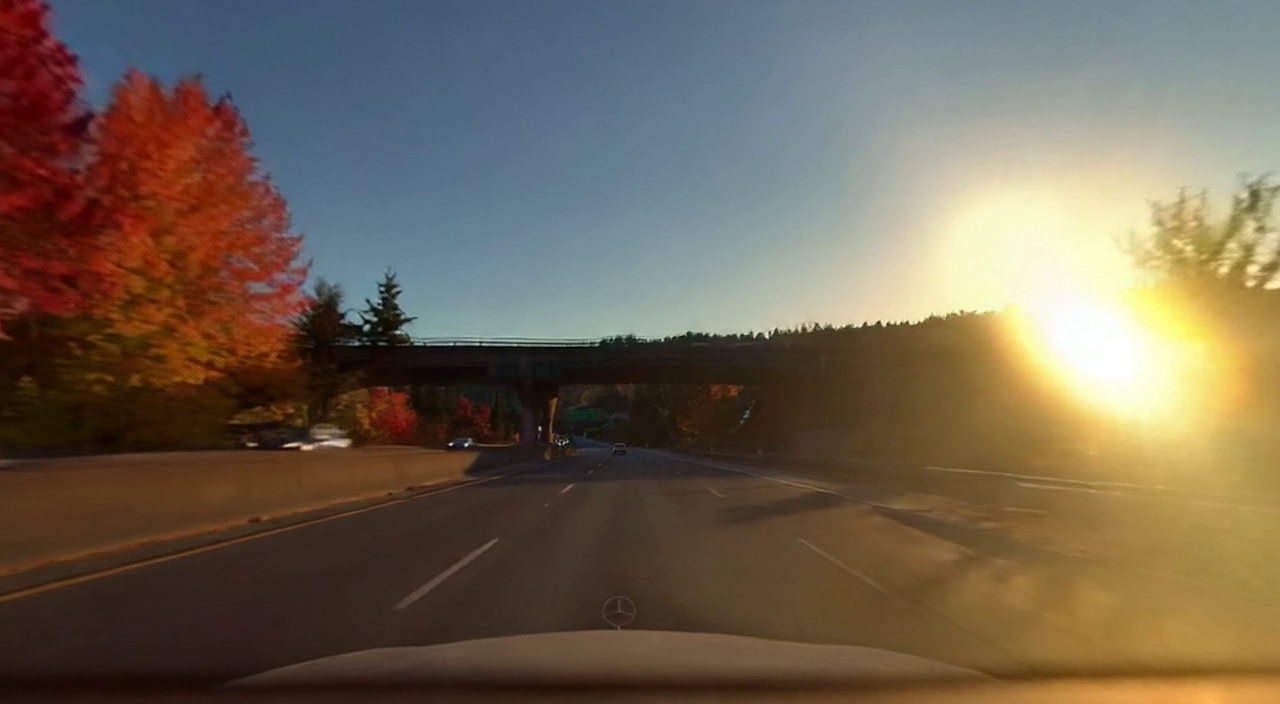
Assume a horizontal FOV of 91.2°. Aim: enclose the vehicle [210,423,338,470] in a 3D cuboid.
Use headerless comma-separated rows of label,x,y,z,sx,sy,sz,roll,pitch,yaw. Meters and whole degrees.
vehicle,-12.505,3.278,21.781,2.000,1.466,4.124,0,-9,-1
